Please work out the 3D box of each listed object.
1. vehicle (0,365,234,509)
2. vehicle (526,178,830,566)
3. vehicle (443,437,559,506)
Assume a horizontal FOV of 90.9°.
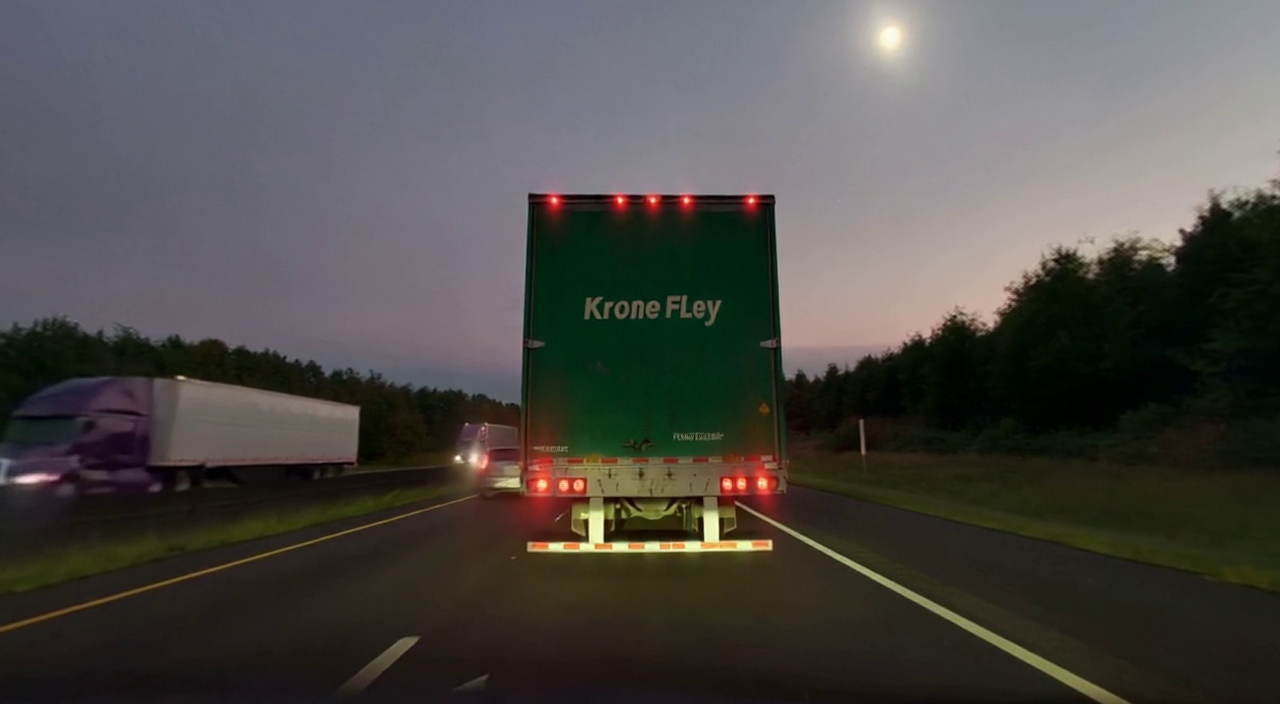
[{"bbox_3d":[-16.771,2.797,20.367,3.034,3.940,5.969,0,-9,0],"label":"vehicle"},{"bbox_3d":[0.390,1.244,14.156,3.230,4.377,14.405,0,-9,0],"label":"vehicle"},{"bbox_3d":[-3.535,3.138,16.968,2.095,1.600,4.247,0,-9,1],"label":"vehicle"}]
